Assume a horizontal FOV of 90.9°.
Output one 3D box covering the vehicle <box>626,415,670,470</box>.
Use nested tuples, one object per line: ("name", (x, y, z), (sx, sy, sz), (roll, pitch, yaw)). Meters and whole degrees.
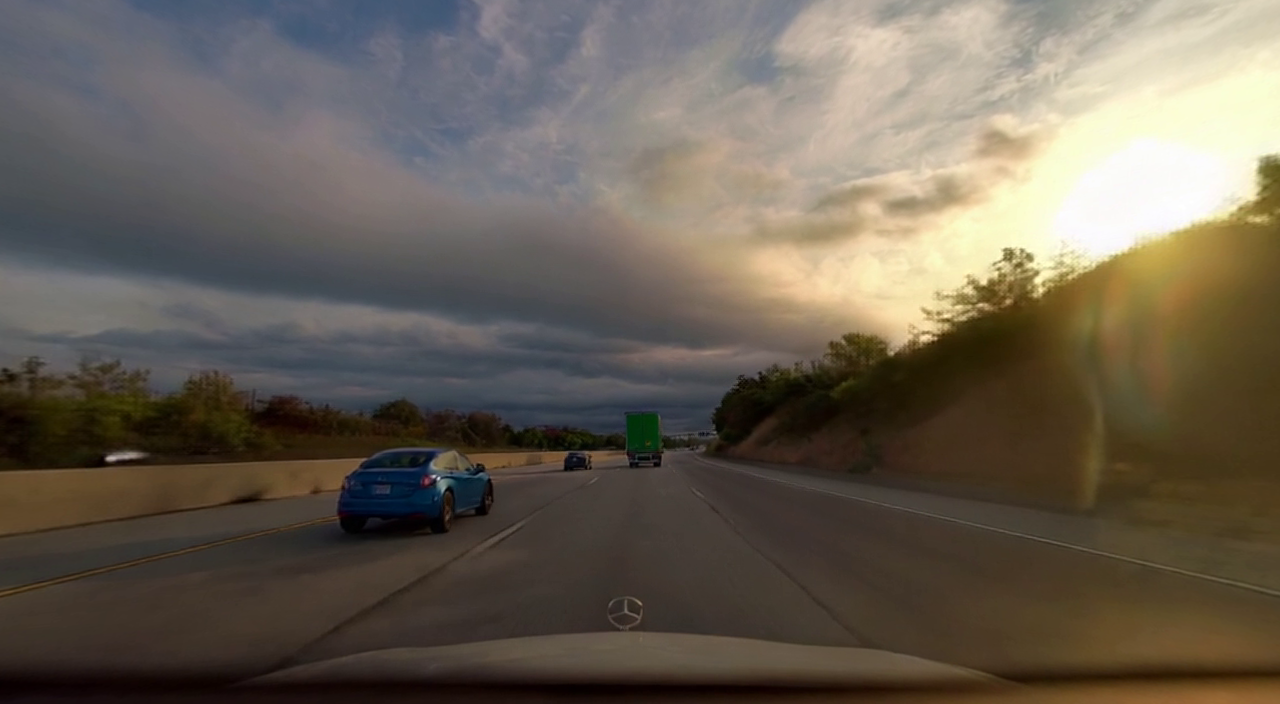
("vehicle", (0.498, 6.662, 46.081), (2.893, 3.628, 9.081), (0, -9, 0))

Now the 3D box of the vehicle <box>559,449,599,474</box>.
("vehicle", (-3.755, 6.838, 39.551), (1.981, 1.435, 4.199), (0, -9, 1))

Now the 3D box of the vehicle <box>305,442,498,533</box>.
("vehicle", (-4.378, 2.546, 12.457), (2.010, 1.461, 4.391), (0, -9, 1))
